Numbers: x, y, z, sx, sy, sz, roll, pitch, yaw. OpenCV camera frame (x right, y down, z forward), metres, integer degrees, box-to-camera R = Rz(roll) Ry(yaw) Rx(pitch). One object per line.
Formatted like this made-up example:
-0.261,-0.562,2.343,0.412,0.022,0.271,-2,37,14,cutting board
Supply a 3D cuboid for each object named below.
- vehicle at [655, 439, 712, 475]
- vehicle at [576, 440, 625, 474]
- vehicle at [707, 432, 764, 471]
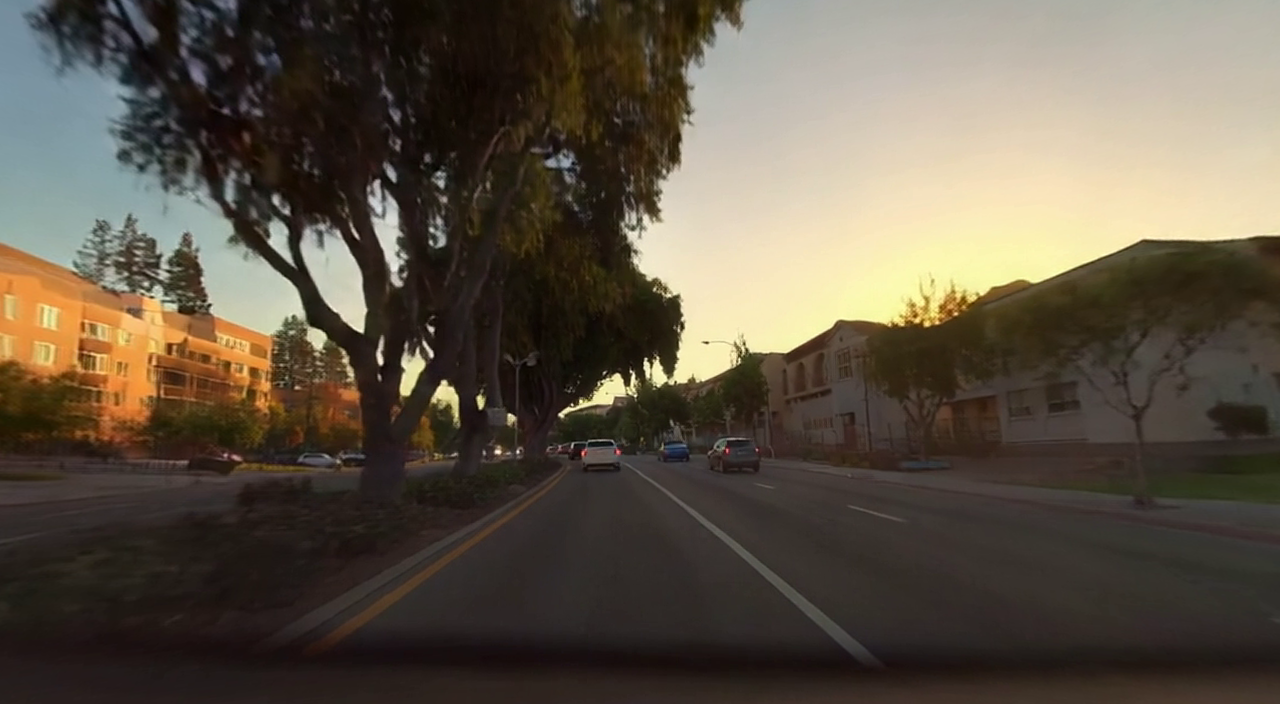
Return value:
1.938,4.846,29.396,1.993,1.477,4.240,0,-8,-5,vehicle
-1.853,4.873,29.636,2.101,1.444,4.248,0,-8,-4,vehicle
5.182,5.496,35.074,2.052,1.990,4.736,0,-8,-5,vehicle
